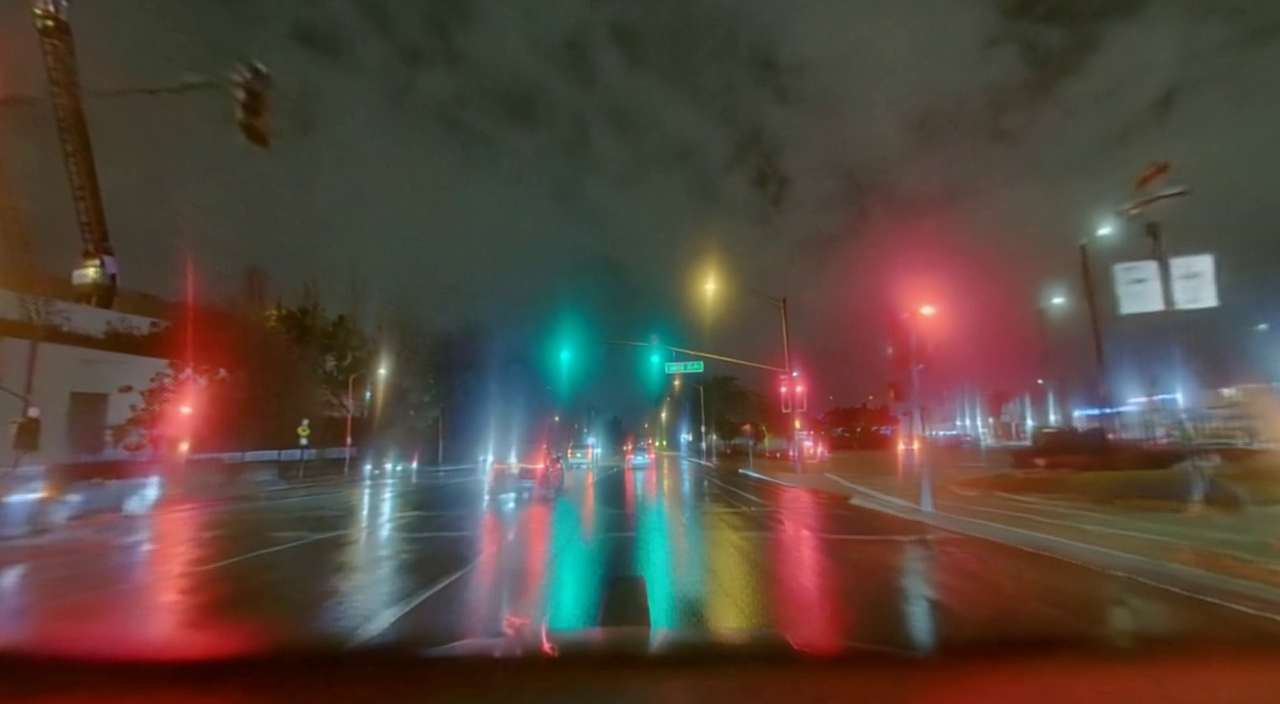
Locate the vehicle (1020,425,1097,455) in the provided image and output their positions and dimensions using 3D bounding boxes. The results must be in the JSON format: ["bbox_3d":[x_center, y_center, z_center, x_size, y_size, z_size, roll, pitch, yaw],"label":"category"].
[{"bbox_3d":[28.035,5.914,42.384,4.014,1.681,1.834,0,-11,23],"label":"vehicle"}]

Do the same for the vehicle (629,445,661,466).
[{"bbox_3d":[0.387,7.421,45.297,2.171,1.422,4.146,0,-9,1],"label":"vehicle"}]

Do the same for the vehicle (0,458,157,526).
[{"bbox_3d":[-15.319,3.531,16.457,1.879,1.450,4.279,0,-9,2],"label":"vehicle"}]

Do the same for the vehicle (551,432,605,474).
[{"bbox_3d":[-3.169,5.277,33.114,2.240,2.054,4.662,0,-9,1],"label":"vehicle"}]

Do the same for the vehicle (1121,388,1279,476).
[{"bbox_3d":[11.971,1.627,12.673,3.500,1.563,1.871,2,-9,-19],"label":"vehicle"}]

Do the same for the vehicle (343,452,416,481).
[{"bbox_3d":[-14.440,6.340,35.217,1.935,1.481,4.702,0,-9,2],"label":"vehicle"}]

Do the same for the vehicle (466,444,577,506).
[{"bbox_3d":[-2.971,3.188,16.852,1.959,1.406,4.527,0,-9,2],"label":"vehicle"}]
